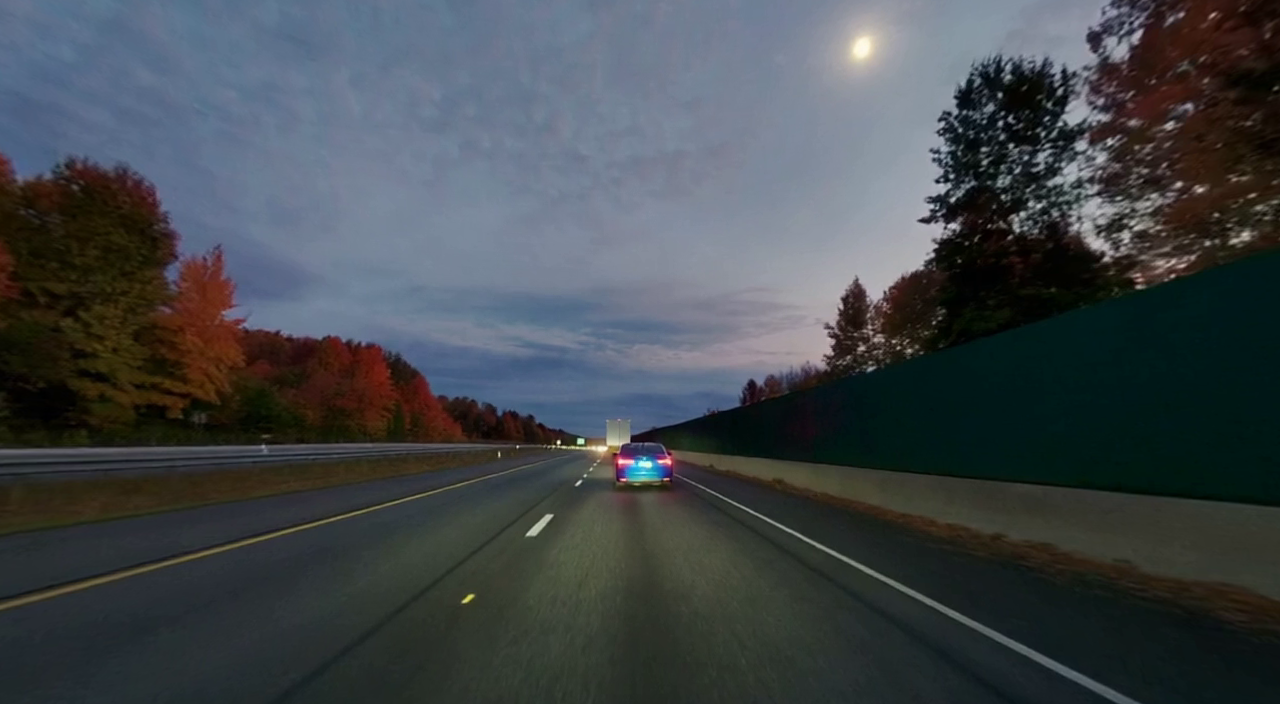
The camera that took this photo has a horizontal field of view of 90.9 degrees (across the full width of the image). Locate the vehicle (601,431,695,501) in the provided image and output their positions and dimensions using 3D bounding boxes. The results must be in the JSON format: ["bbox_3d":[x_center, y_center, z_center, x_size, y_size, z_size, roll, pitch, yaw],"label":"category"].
[{"bbox_3d":[0.061,2.790,15.845,2.057,1.516,4.065,1,-8,-3],"label":"vehicle"}]
